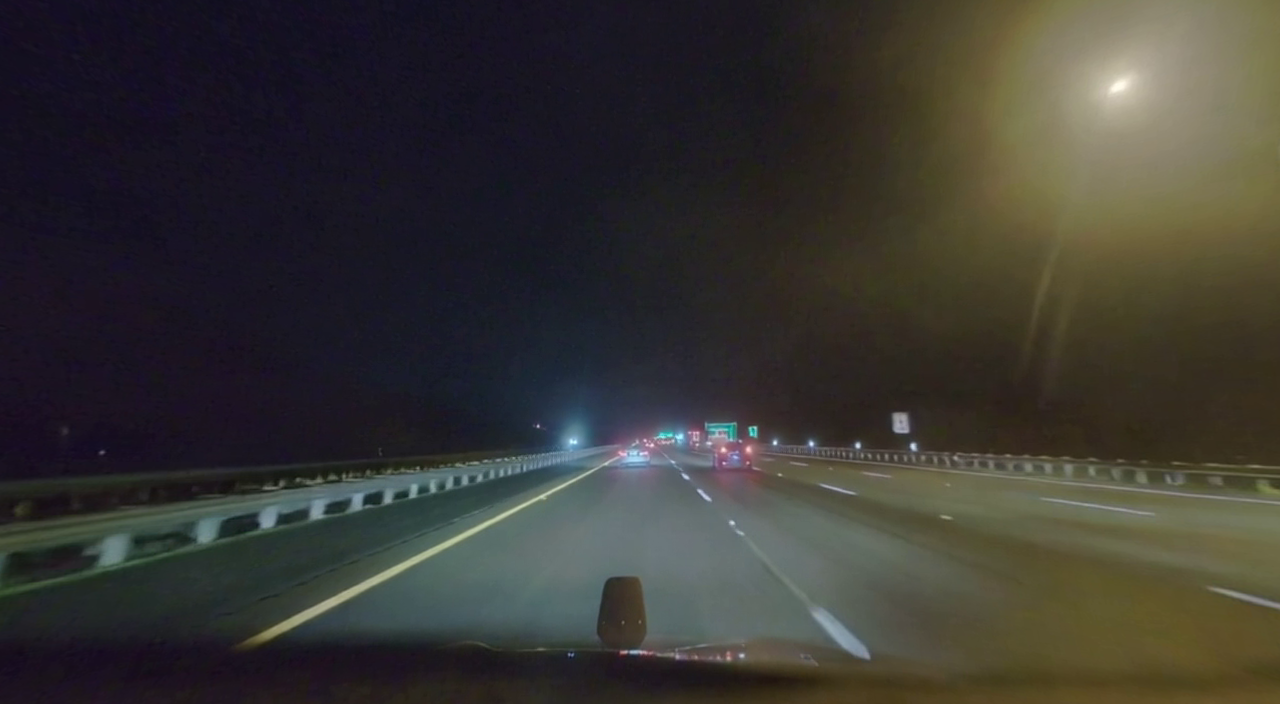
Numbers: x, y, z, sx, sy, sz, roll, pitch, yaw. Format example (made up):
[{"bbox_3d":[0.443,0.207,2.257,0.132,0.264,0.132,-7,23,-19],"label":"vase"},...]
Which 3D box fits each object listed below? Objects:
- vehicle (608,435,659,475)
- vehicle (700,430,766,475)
[{"bbox_3d":[-0.238,4.440,27.334,2.050,1.546,4.344,0,-8,0],"label":"vehicle"},{"bbox_3d":[3.776,4.184,26.309,2.063,1.698,4.355,0,-8,0],"label":"vehicle"}]
